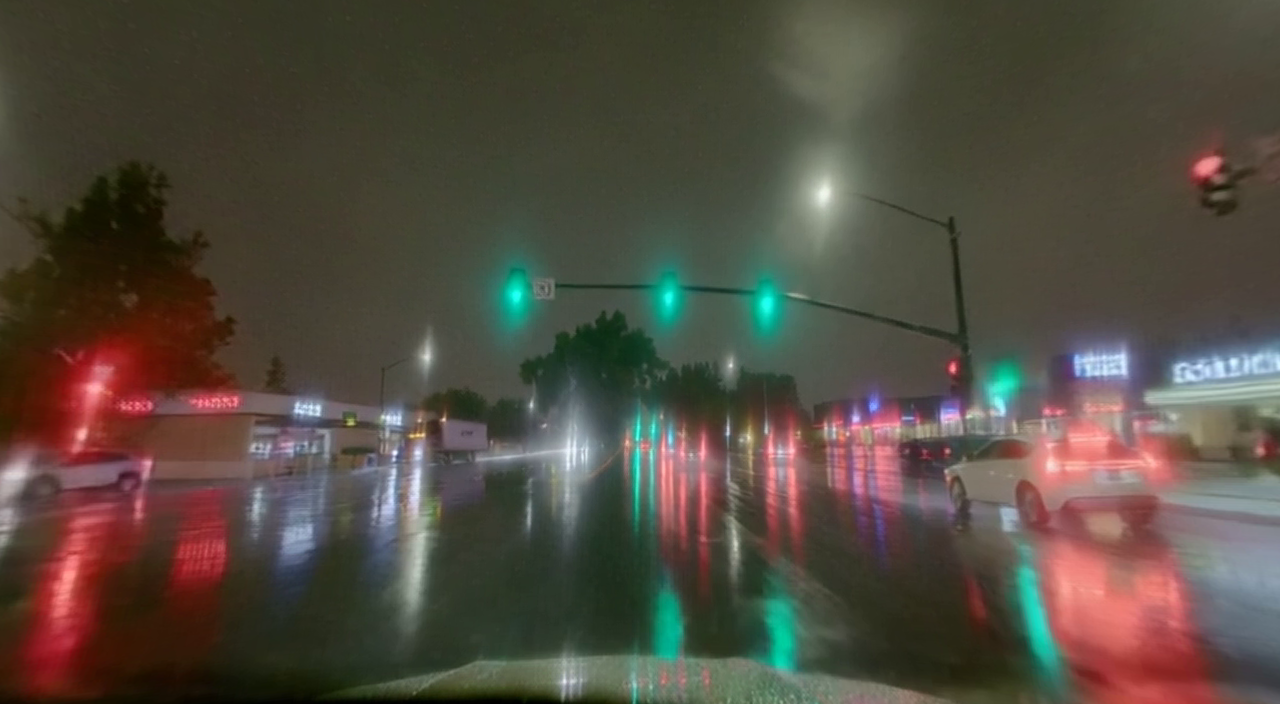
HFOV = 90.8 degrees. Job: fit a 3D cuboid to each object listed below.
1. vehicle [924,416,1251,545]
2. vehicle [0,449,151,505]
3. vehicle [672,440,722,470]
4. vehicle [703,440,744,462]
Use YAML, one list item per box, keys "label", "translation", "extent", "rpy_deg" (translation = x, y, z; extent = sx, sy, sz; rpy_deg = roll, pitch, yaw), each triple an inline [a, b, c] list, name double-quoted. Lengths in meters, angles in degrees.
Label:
- label: "vehicle"
  translation: [6.867, 2.007, 10.564]
  extent: [2.002, 1.651, 4.647]
  rpy_deg: [0, -8, -1]
- label: "vehicle"
  translation: [-20.144, 4.271, 22.004]
  extent: [2.108, 1.707, 4.348]
  rpy_deg: [-6, -10, 35]
- label: "vehicle"
  translation: [2.937, 5.446, 33.691]
  extent: [2.099, 1.463, 4.365]
  rpy_deg: [0, -8, -2]
- label: "vehicle"
  translation: [5.866, 7.034, 44.975]
  extent: [2.150, 1.485, 4.919]
  rpy_deg: [0, -8, -2]
